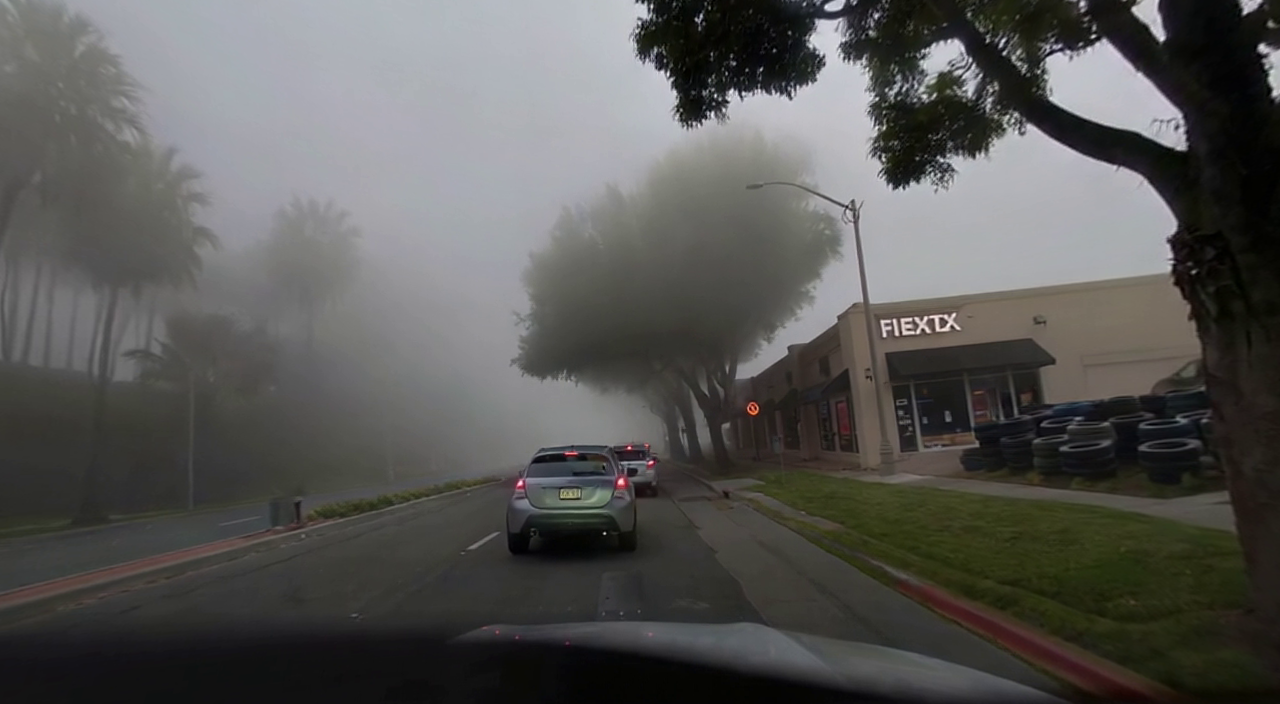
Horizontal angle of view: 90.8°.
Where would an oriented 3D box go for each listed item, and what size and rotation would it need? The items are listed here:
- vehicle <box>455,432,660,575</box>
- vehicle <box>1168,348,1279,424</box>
[{"bbox_3d":[-0.937,1.916,8.807,2.169,1.495,4.048,0,-9,-2],"label":"vehicle"},{"bbox_3d":[16.523,0.998,16.837,1.810,1.669,3.883,-1,-9,7],"label":"vehicle"}]
